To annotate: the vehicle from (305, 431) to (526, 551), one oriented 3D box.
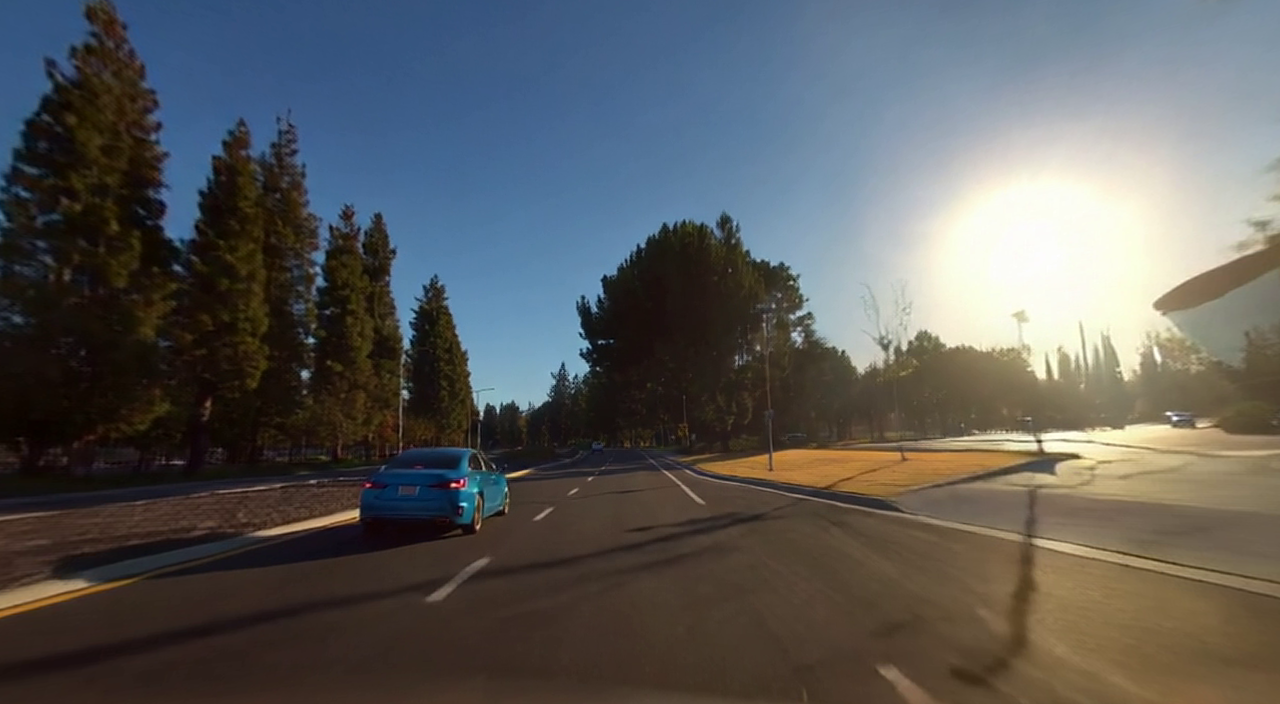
[{"bbox_3d":[-3.170,2.041,9.960,1.964,1.472,4.078,0,-8,0],"label":"vehicle"}]
